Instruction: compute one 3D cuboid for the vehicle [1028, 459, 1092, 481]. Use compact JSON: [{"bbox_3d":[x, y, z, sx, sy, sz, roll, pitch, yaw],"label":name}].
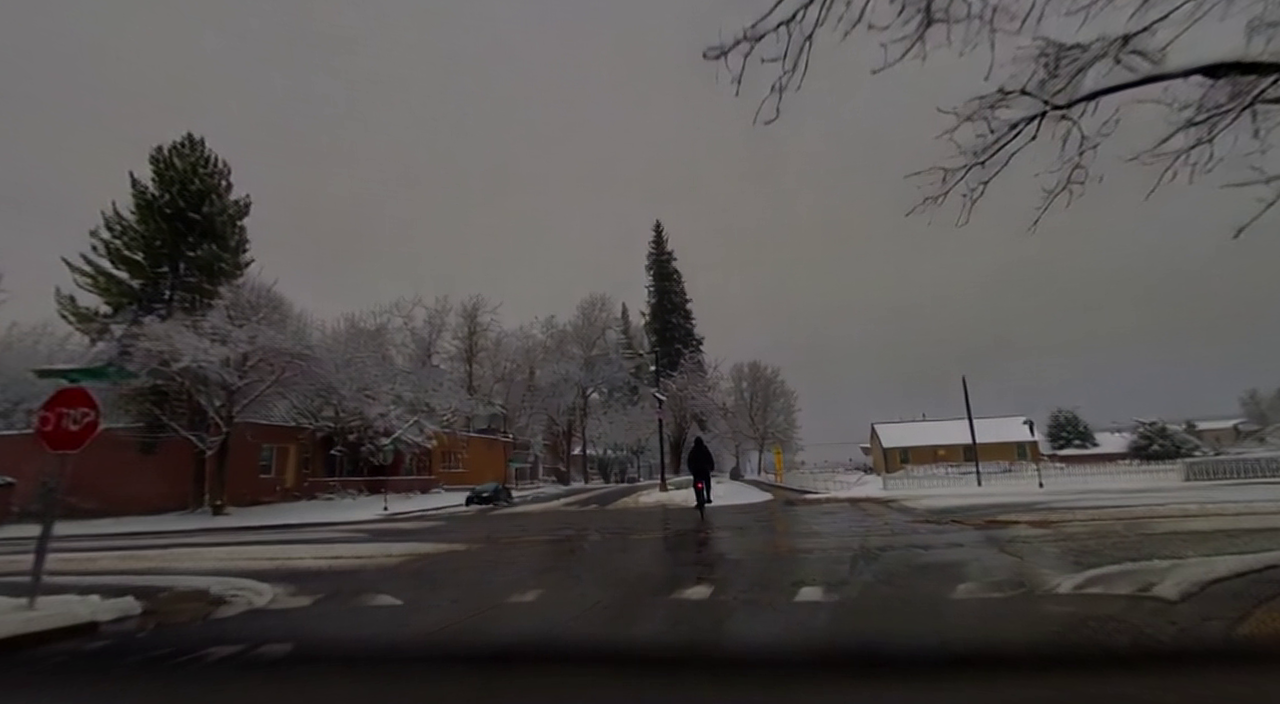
[{"bbox_3d":[32.364,9.093,48.710,3.794,1.403,1.636,-2,-10,-5],"label":"vehicle"}]
